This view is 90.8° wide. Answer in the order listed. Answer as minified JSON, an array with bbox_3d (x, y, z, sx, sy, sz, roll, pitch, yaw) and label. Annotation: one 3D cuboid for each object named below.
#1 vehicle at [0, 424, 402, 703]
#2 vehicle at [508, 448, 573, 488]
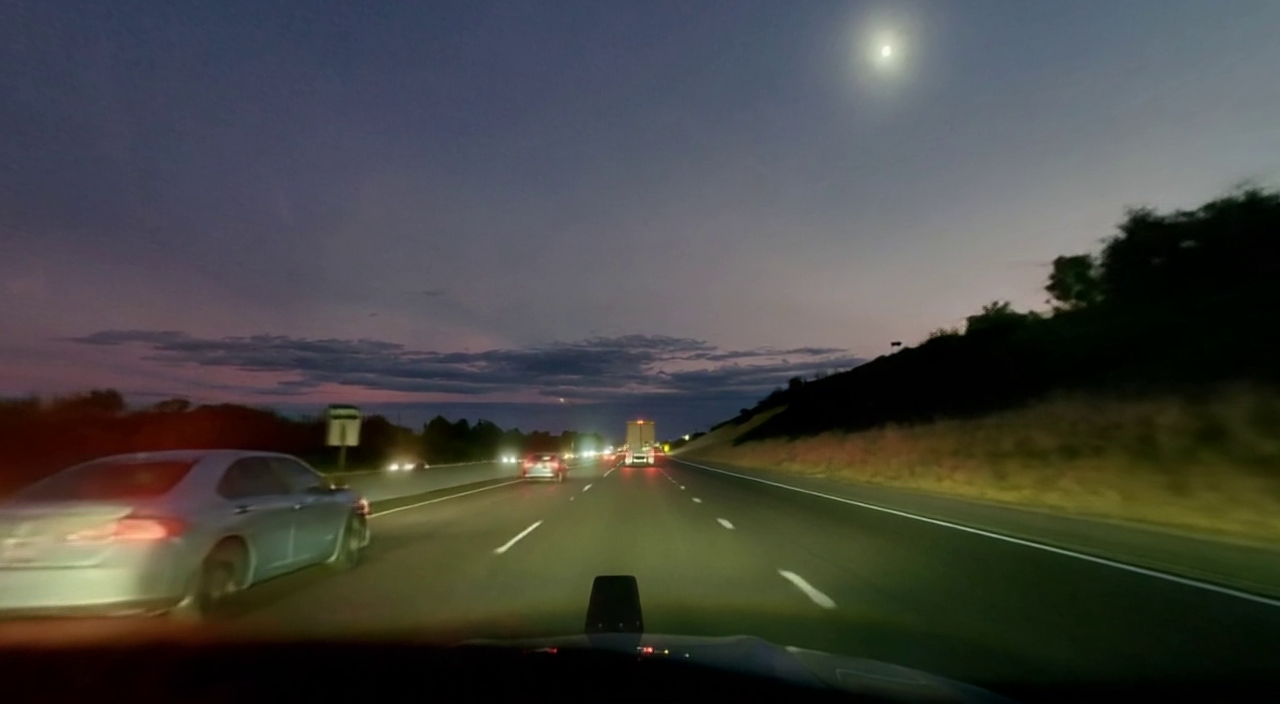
[{"bbox_3d":[-3.834,1.398,4.897,2.053,1.489,4.740,0,-9,1],"label":"vehicle"},{"bbox_3d":[-4.090,4.864,26.697,2.051,1.537,4.111,0,-9,0],"label":"vehicle"}]
